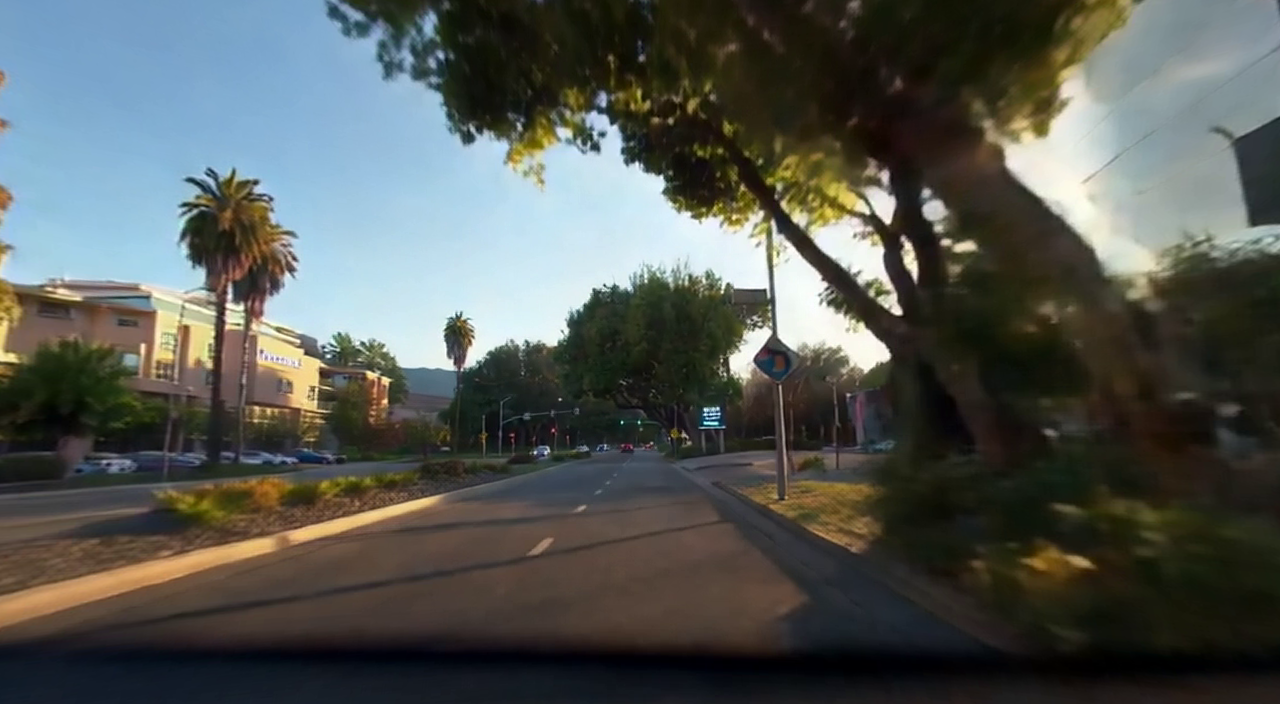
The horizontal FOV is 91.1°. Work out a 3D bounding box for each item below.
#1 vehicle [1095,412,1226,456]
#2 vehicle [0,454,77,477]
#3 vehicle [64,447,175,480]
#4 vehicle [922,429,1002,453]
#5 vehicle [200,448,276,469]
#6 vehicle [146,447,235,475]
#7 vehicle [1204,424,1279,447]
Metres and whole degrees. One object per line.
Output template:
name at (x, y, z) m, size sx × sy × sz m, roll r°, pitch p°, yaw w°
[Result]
vehicle at (31.552, 4.997, 38.223) m, size 5.779 × 2.547 × 2.437 m, roll 0°, pitch -8°, yaw -2°
vehicle at (-42.855, 7.975, 44.263) m, size 4.490 × 1.495 × 1.922 m, roll 0°, pitch -8°, yaw 2°
vehicle at (-29.586, 6.356, 35.812) m, size 4.293 × 1.529 × 2.347 m, roll -4°, pitch -9°, yaw 0°
vehicle at (25.226, 7.014, 49.356) m, size 5.117 × 1.813 × 2.052 m, roll 0°, pitch -8°, yaw 0°
vehicle at (-29.813, 7.910, 46.624) m, size 4.310 × 1.533 × 1.917 m, roll 0°, pitch -8°, yaw 2°
vehicle at (-29.456, 7.155, 41.229) m, size 4.463 × 1.497 × 1.889 m, roll -4°, pitch -9°, yaw 0°
vehicle at (45.325, 6.210, 46.620) m, size 4.663 × 1.553 × 2.272 m, roll -1°, pitch -9°, yaw -1°
